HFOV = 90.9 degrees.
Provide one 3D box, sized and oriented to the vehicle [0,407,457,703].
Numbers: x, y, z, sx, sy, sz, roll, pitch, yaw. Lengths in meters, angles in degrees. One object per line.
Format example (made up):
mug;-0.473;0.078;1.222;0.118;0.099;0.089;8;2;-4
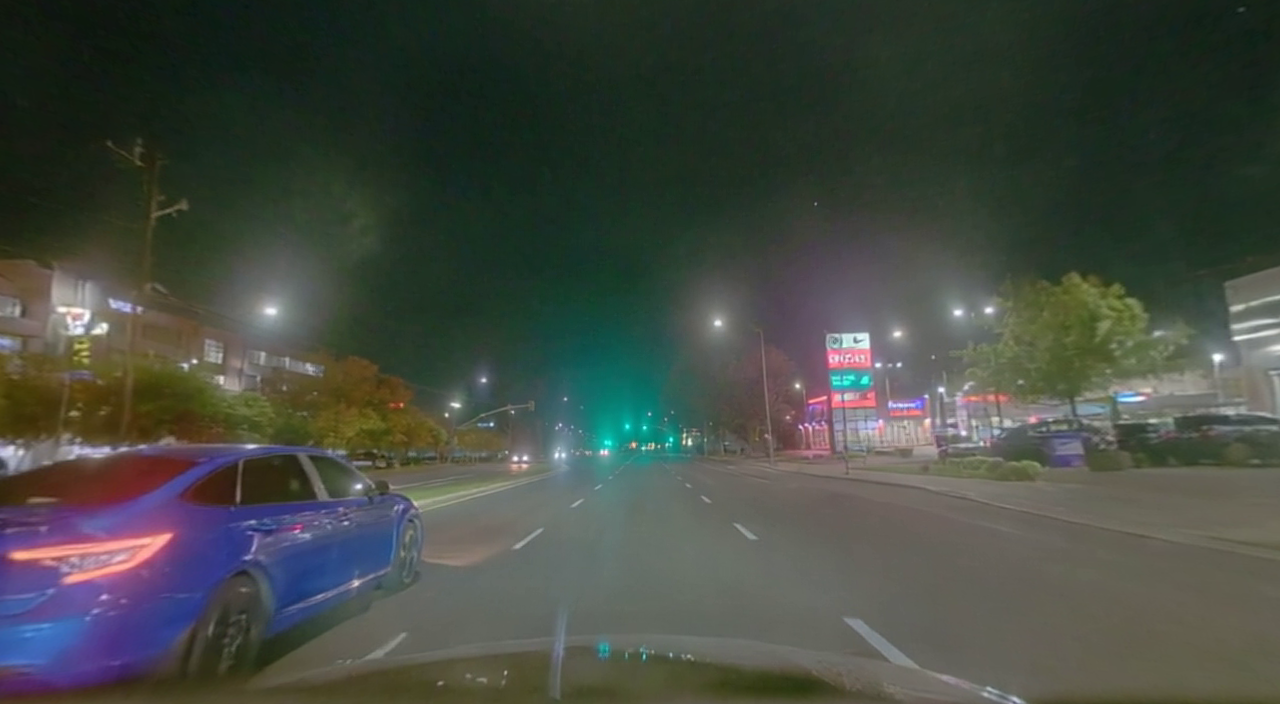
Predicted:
vehicle;-2.967;1.229;4.119;2.082;1.460;4.636;0;-8;1
